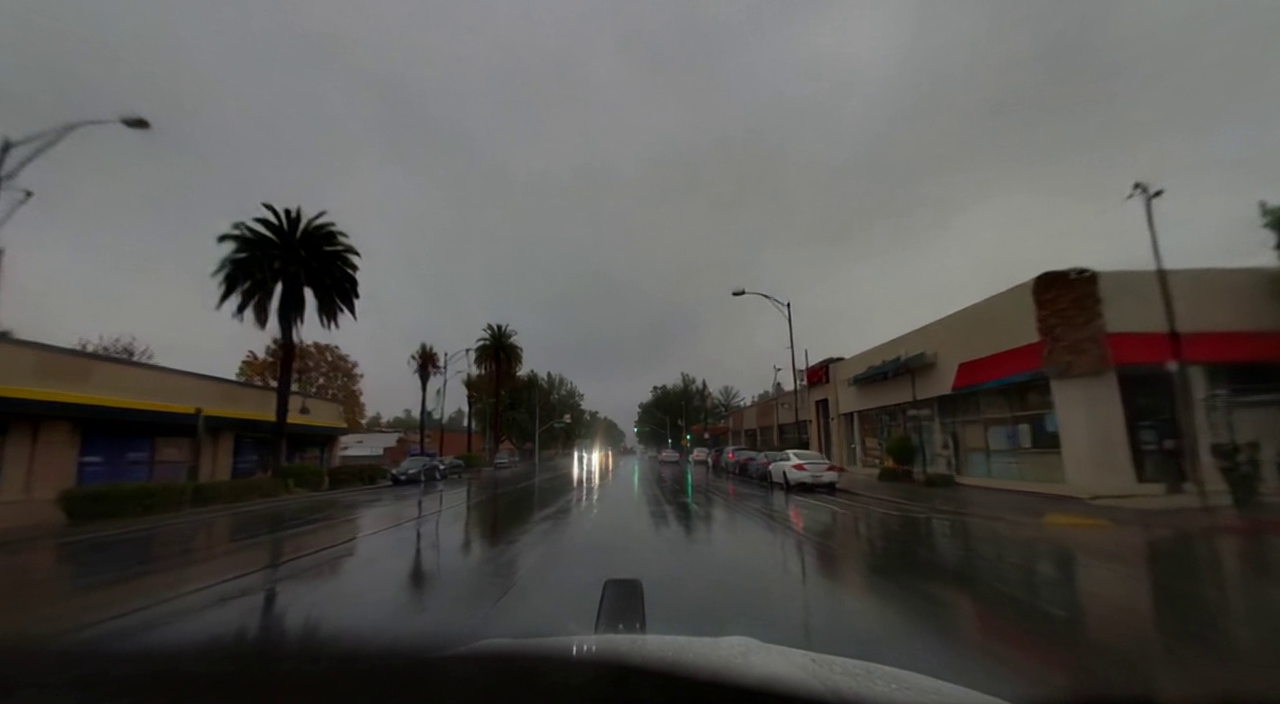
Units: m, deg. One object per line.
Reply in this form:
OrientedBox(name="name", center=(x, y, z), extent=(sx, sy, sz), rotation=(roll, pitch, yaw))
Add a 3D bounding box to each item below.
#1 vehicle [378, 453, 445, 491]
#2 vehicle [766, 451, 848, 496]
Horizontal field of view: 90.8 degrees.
OrientedBox(name="vehicle", center=(-13.010, 6.816, 36.310), extent=(1.975, 1.570, 5.265), rotation=(-8, -7, -3))
OrientedBox(name="vehicle", center=(6.377, 4.665, 24.690), extent=(1.840, 1.503, 4.760), rotation=(0, -9, -1))
